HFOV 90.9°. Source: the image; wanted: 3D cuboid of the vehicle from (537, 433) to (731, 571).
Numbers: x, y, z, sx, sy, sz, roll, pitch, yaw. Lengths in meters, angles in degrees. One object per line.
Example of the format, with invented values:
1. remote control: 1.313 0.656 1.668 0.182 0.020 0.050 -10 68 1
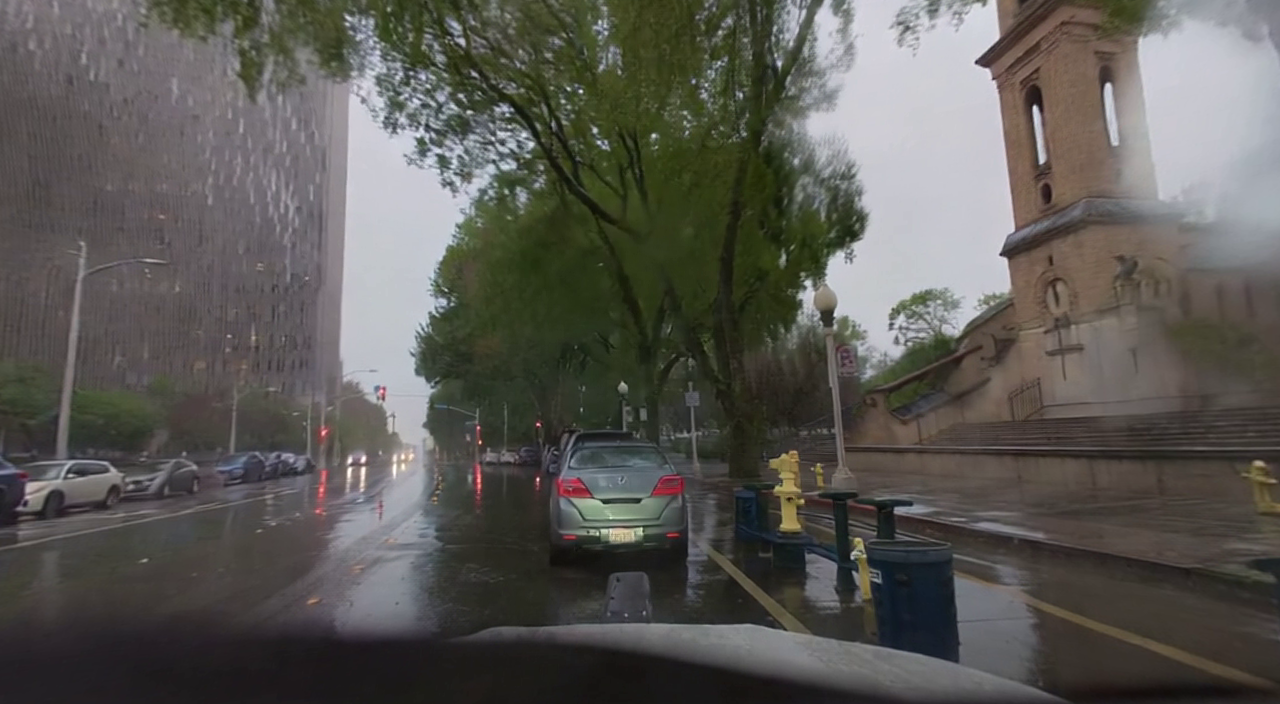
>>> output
1. vehicle: -0.253 1.939 9.008 2.142 1.475 4.051 1 -8 -6

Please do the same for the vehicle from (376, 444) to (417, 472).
1. vehicle: -16.941 7.331 43.973 2.155 1.802 4.520 2 -9 -15
